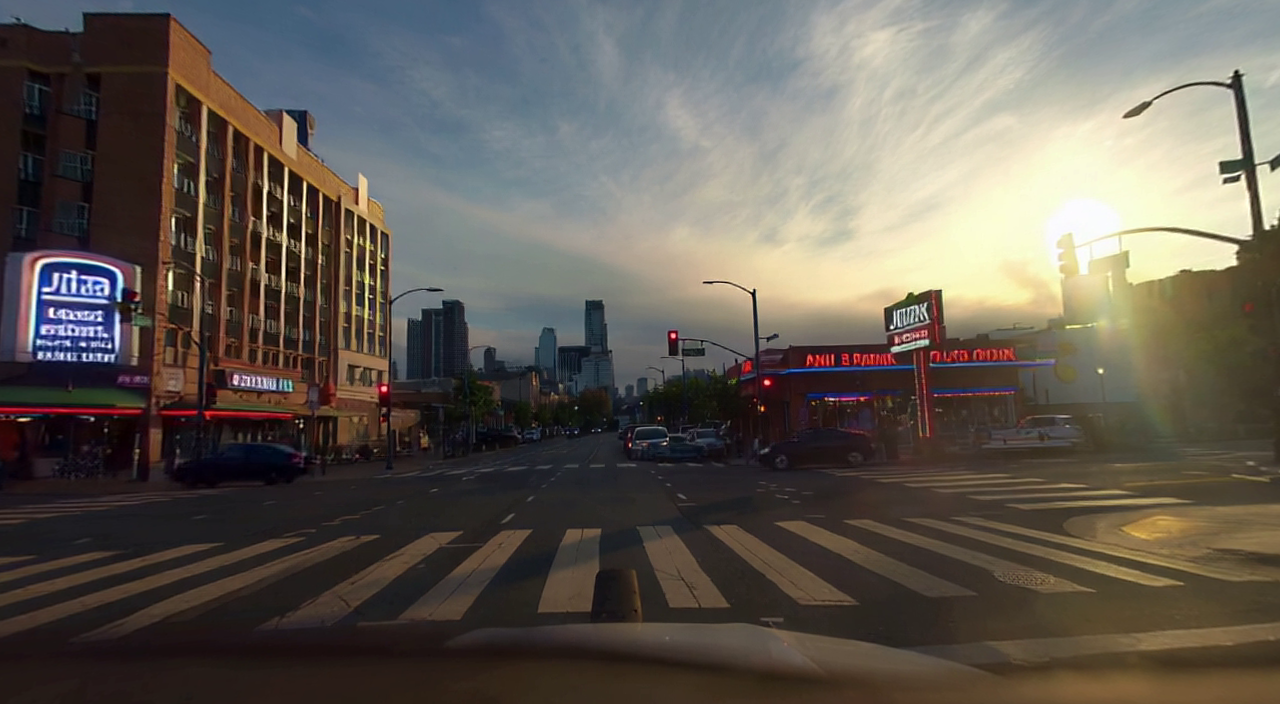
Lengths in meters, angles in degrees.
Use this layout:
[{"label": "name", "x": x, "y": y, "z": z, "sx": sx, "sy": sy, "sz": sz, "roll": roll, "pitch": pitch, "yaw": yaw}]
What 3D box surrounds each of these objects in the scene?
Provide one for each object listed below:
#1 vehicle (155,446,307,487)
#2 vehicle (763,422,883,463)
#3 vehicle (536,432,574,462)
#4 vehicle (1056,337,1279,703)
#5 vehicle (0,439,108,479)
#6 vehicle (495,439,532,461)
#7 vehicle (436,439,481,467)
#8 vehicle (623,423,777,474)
[{"label": "vehicle", "x": -15.441, "y": 4.338, "z": 24.088, "sx": 4.475, "sy": 1.458, "sz": 1.681, "roll": 1, "pitch": -9, "yaw": -8}, {"label": "vehicle", "x": 7.787, "y": 3.883, "z": 27.104, "sx": 4.513, "sy": 1.682, "sz": 1.810, "roll": 1, "pitch": -9, "yaw": -7}, {"label": "vehicle", "x": -5.126, "y": 5.800, "z": 38.608, "sx": 1.976, "sy": 1.683, "sz": 4.117, "roll": 0, "pitch": -8, "yaw": -4}, {"label": "vehicle", "x": 3.013, "y": 0.609, "z": 0.866, "sx": 1.866, "sy": 1.654, "sz": 4.354, "roll": 0, "pitch": -8, "yaw": 0}, {"label": "vehicle", "x": -31.541, "y": 5.615, "z": 33.537, "sx": 2.205, "sy": 1.903, "sz": 5.877, "roll": 1, "pitch": -9, "yaw": -10}, {"label": "vehicle", "x": -8.645, "y": 6.738, "z": 43.525, "sx": 1.906, "sy": 1.402, "sz": 4.904, "roll": 0, "pitch": -8, "yaw": -4}, {"label": "vehicle", "x": -10.885, "y": 6.097, "z": 38.205, "sx": 1.885, "sy": 1.545, "sz": 4.124, "roll": 1, "pitch": -8, "yaw": -6}, {"label": "vehicle", "x": 1.878, "y": 3.105, "z": 20.404, "sx": 4.612, "sy": 1.521, "sz": 1.811, "roll": 1, "pitch": -9, "yaw": -10}]
